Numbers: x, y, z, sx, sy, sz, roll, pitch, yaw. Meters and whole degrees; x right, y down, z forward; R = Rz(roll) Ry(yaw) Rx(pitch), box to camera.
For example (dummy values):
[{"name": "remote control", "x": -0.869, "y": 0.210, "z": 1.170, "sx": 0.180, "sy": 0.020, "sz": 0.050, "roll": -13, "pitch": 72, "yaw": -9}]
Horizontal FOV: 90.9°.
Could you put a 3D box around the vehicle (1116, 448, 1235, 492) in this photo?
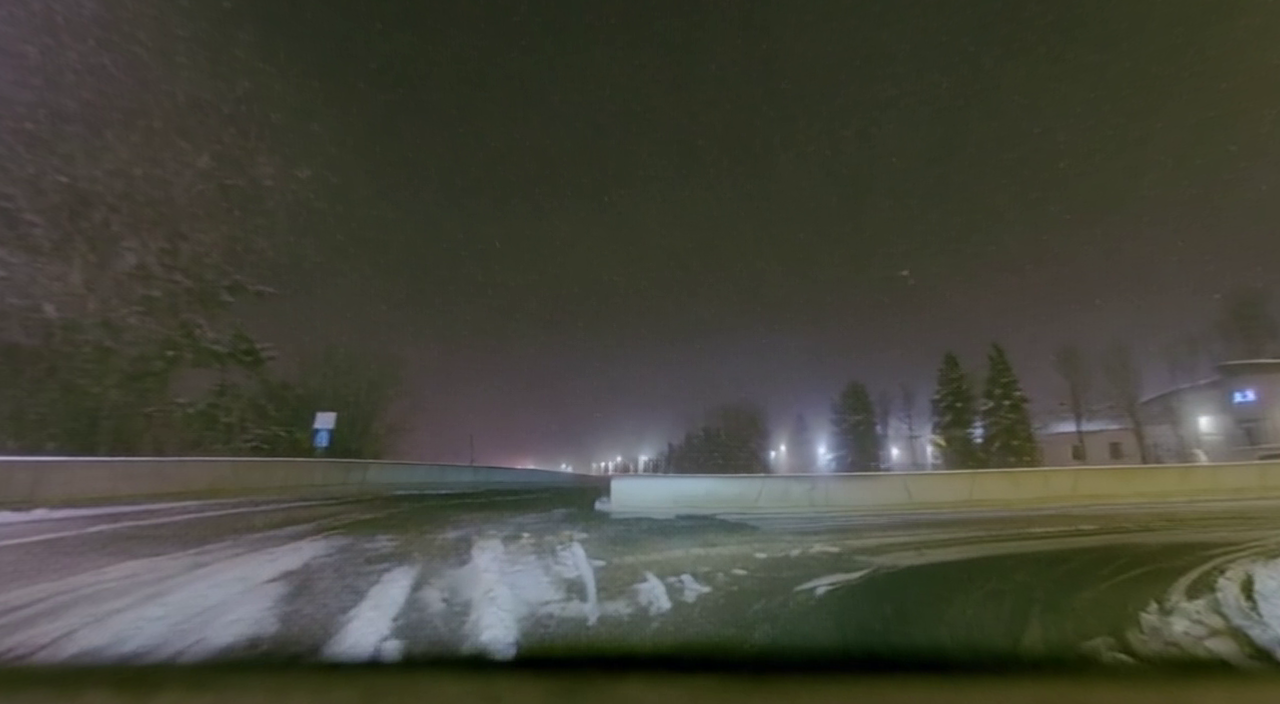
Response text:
[{"name": "vehicle", "x": 21.629, "y": 4.838, "z": 25.681, "sx": 1.944, "sy": 1.608, "sz": 3.715, "roll": -1, "pitch": -12, "yaw": 10}]
